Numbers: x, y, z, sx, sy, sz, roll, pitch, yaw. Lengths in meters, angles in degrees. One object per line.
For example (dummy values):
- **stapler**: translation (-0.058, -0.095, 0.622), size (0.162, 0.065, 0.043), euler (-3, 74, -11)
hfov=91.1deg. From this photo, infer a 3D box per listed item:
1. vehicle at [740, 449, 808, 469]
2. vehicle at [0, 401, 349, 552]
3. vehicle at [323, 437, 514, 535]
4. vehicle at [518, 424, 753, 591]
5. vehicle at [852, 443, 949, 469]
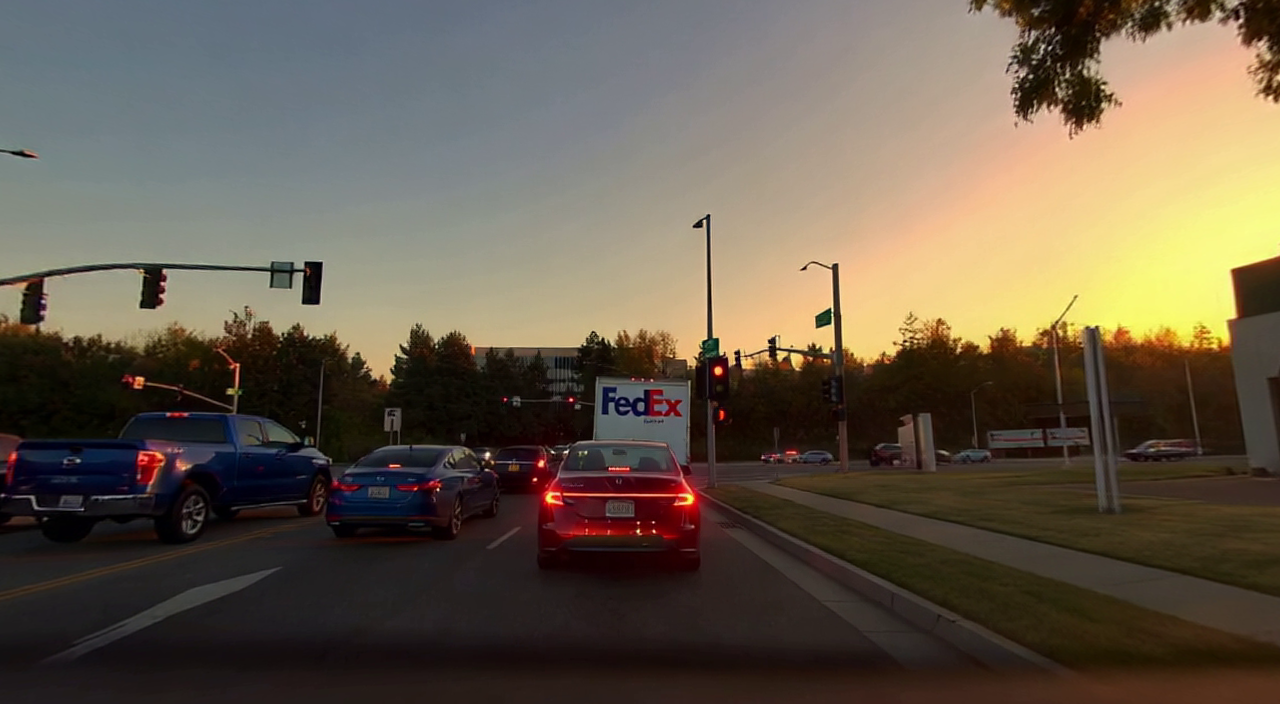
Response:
- **vehicle**: translation (10.367, 8.288, 48.678), size (4.841, 1.494, 1.829), euler (1, -9, -5)
- **vehicle**: translation (-7.285, 1.983, 10.727), size (2.125, 1.893, 5.498), euler (0, -9, -2)
- **vehicle**: translation (-3.871, 2.398, 11.932), size (1.949, 1.487, 4.390), euler (0, -9, 1)
- **vehicle**: translation (-0.050, 1.748, 7.943), size (2.145, 1.513, 4.269), euler (0, -9, 0)
- **vehicle**: translation (15.224, 6.104, 36.922), size (4.794, 1.481, 1.968), euler (0, -8, 2)
